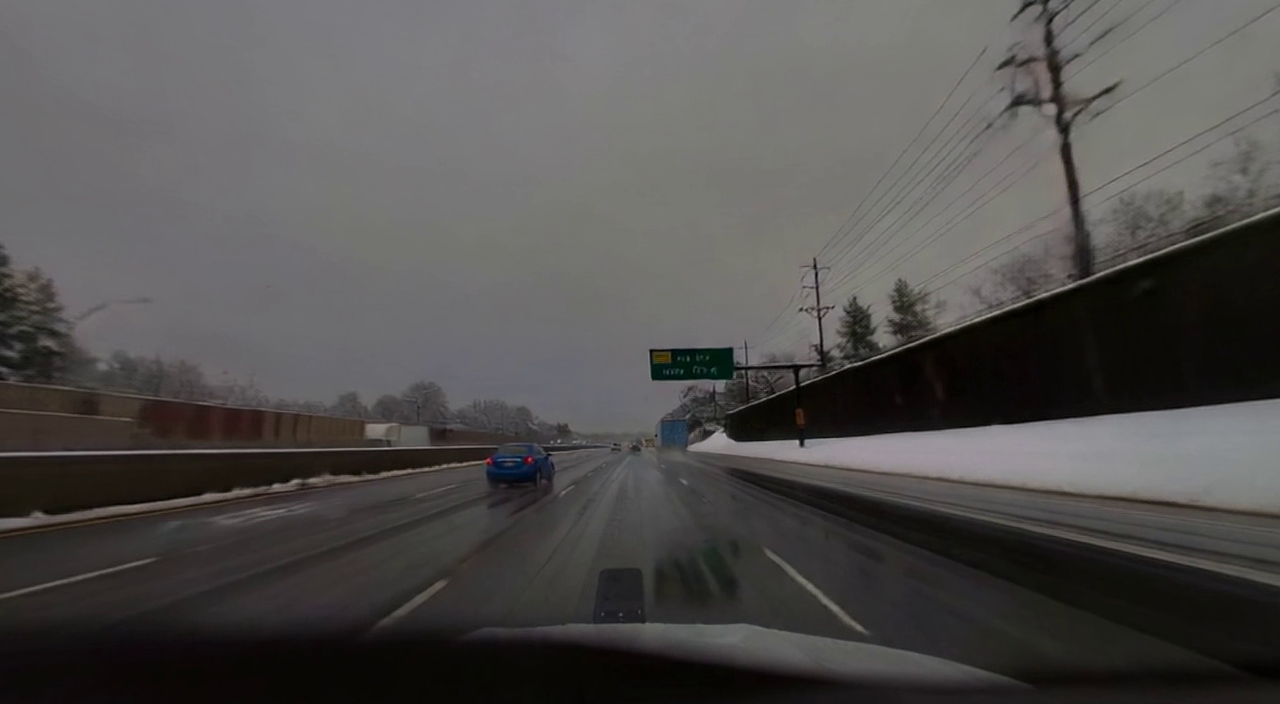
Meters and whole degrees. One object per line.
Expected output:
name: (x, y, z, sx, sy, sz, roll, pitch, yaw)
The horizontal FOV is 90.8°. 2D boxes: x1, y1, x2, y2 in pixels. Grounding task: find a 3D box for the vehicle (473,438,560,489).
vehicle: (-3.965, 3.667, 21.061, 2.009, 1.533, 4.175, 0, -9, 1)
